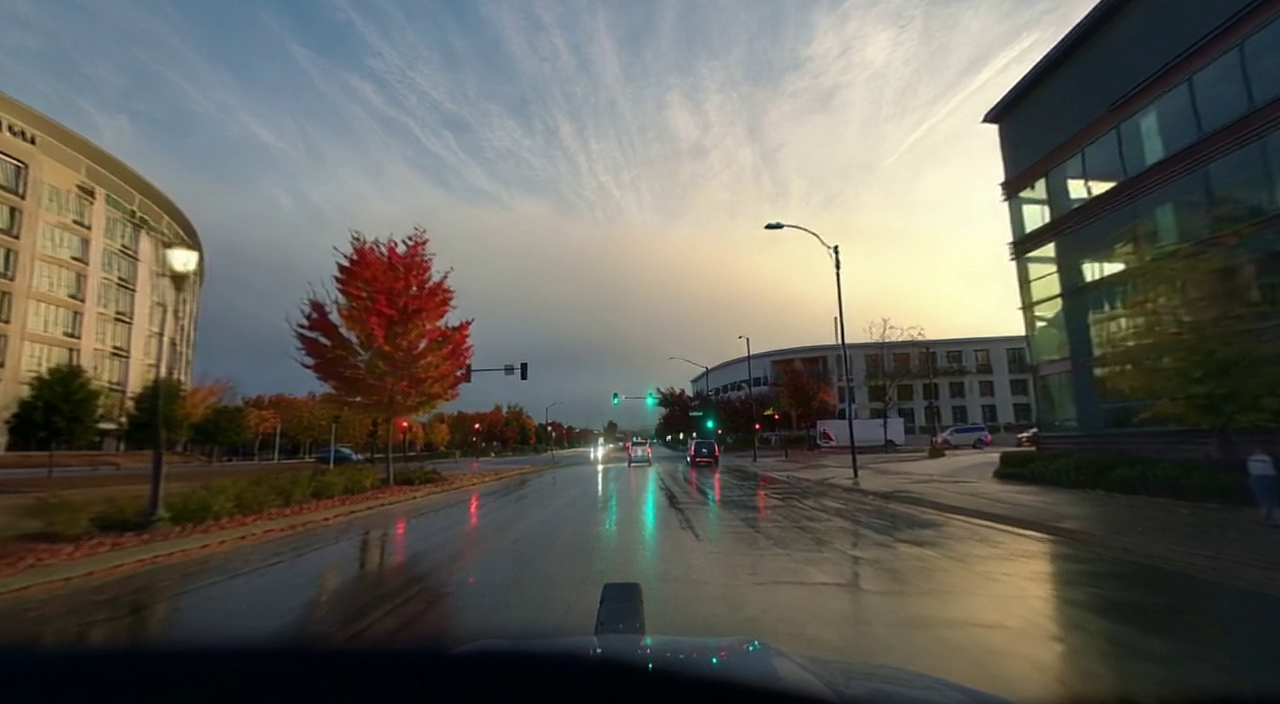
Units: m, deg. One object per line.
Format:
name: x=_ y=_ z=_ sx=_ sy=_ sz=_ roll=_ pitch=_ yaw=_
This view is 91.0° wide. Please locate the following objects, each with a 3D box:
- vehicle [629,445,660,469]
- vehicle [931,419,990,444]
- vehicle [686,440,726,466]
vehicle: x=0.257 y=7.145 z=43.138 sx=2.014 sy=1.525 sz=4.197 roll=0 pitch=-9 yaw=-2
vehicle: x=23.466 y=5.910 z=46.336 sx=1.887 sy=1.635 sz=4.695 roll=1 pitch=-10 yaw=0
vehicle: x=4.621 y=7.160 z=44.830 sx=2.174 sy=1.749 sz=4.739 roll=1 pitch=-9 yaw=-2
